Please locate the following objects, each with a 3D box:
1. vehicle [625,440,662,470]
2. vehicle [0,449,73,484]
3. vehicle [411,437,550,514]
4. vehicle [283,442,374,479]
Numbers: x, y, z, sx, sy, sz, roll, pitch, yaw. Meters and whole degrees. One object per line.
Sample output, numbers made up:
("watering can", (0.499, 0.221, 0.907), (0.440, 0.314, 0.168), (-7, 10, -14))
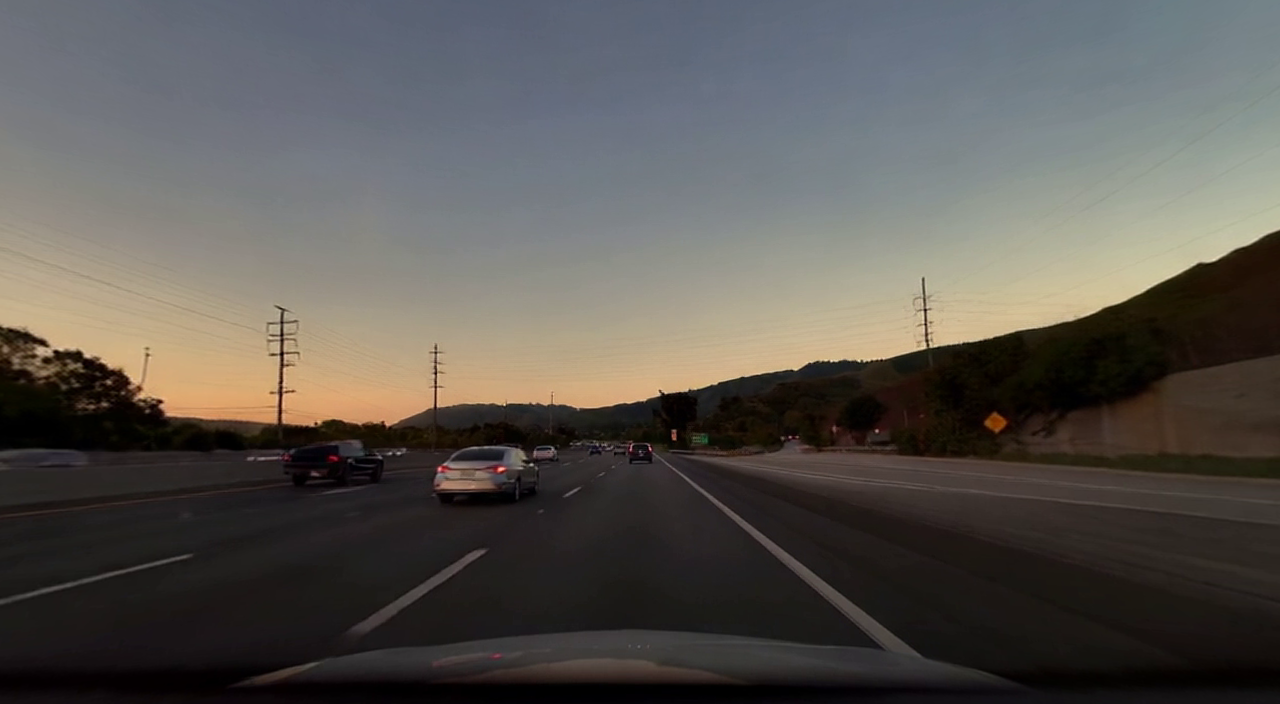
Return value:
("vehicle", (0.167, 6.410, 39.546), (2.194, 1.737, 4.127), (0, -8, 0))
("vehicle", (-28.885, 5.178, 28.655), (2.063, 1.511, 4.471), (0, -8, 0))
("vehicle", (-3.551, 2.843, 15.096), (1.967, 1.517, 4.808), (0, -8, 1))
("vehicle", (-14.420, 5.025, 29.506), (2.047, 1.608, 4.257), (0, -8, 1))
